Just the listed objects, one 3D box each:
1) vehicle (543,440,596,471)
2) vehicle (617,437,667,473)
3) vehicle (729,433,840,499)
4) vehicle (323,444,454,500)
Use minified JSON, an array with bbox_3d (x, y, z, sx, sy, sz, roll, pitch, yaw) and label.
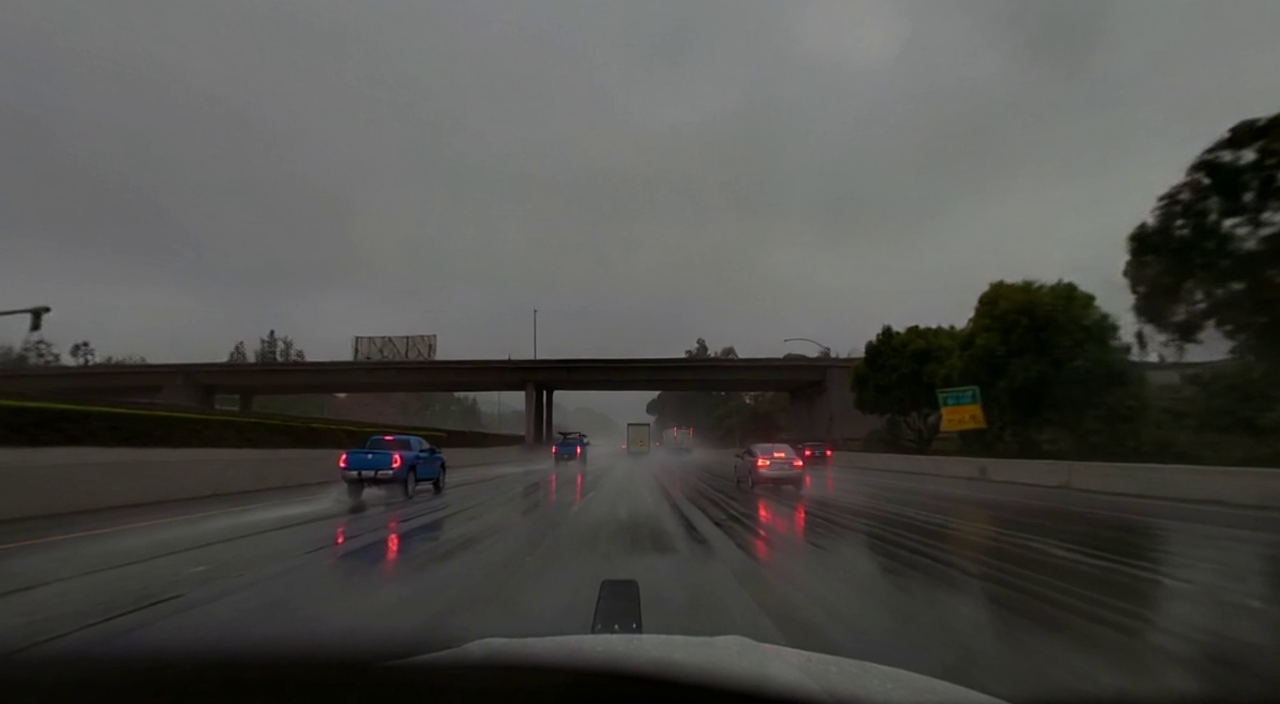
[{"bbox_3d":[-4.084,6.112,37.595,2.535,1.715,5.030,0,-9,0],"label":"vehicle"},{"bbox_3d":[0.089,5.776,35.686,2.572,1.837,5.693,0,-9,0],"label":"vehicle"},{"bbox_3d":[3.944,3.184,18.027,2.119,1.653,4.000,0,-9,-1],"label":"vehicle"},{"bbox_3d":[-7.204,3.458,18.682,1.947,1.444,4.595,0,-9,0],"label":"vehicle"}]
